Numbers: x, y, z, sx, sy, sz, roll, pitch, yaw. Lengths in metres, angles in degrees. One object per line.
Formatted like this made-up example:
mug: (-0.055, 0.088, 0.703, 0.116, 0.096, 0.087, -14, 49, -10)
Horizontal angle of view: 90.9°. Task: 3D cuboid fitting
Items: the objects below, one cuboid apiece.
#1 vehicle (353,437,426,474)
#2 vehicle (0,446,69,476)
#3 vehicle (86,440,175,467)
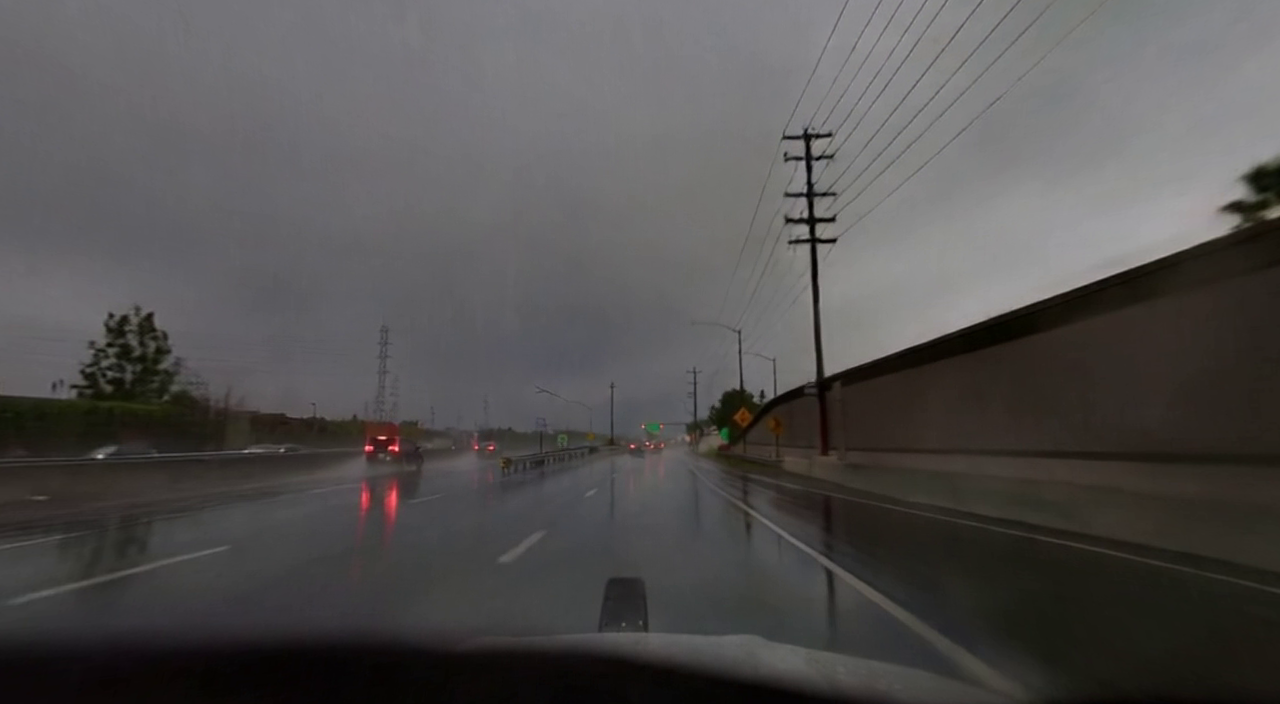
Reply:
vehicle: (-11.610, 4.805, 29.536, 2.029, 1.609, 3.935, 0, -8, -4)
vehicle: (-32.584, 5.620, 32.822, 1.833, 1.471, 4.265, 0, -8, -4)
vehicle: (-37.916, 7.561, 47.185, 2.165, 1.848, 5.741, 0, -8, -4)
